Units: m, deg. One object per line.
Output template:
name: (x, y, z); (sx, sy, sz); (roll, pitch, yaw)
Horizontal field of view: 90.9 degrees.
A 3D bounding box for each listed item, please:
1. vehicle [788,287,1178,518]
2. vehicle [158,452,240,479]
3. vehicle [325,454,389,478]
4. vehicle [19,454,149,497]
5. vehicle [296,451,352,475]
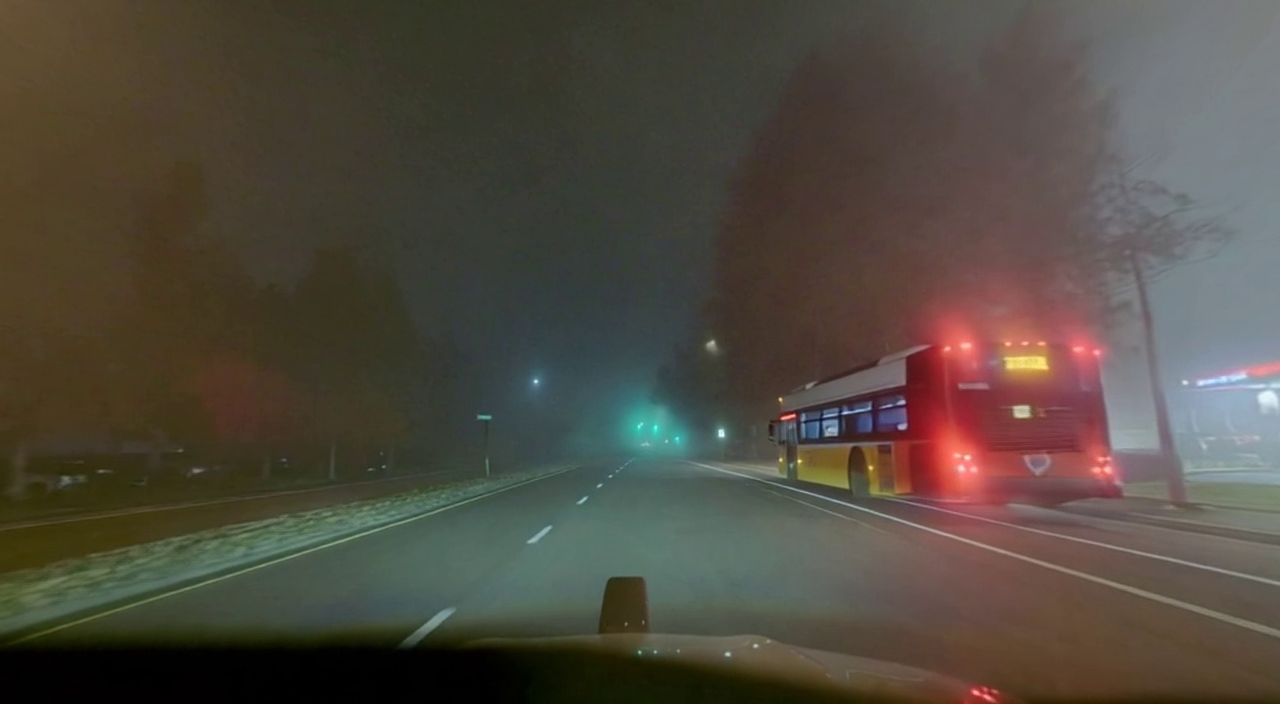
vehicle: (8.316, 1.879, 19.004); (4.582, 4.678, 12.589); (0, -8, 0)
vehicle: (-29.961, 7.686, 42.849); (4.251, 1.563, 1.950); (-3, -8, 4)
vehicle: (-20.874, 8.420, 46.762); (2.114, 1.602, 4.824); (-1, -9, 6)
vehicle: (-25.931, 5.765, 29.464); (4.623, 1.653, 2.050); (-3, -6, 9)
vehicle: (-23.446, 8.221, 46.905); (1.930, 1.451, 4.124); (-2, -7, 3)
